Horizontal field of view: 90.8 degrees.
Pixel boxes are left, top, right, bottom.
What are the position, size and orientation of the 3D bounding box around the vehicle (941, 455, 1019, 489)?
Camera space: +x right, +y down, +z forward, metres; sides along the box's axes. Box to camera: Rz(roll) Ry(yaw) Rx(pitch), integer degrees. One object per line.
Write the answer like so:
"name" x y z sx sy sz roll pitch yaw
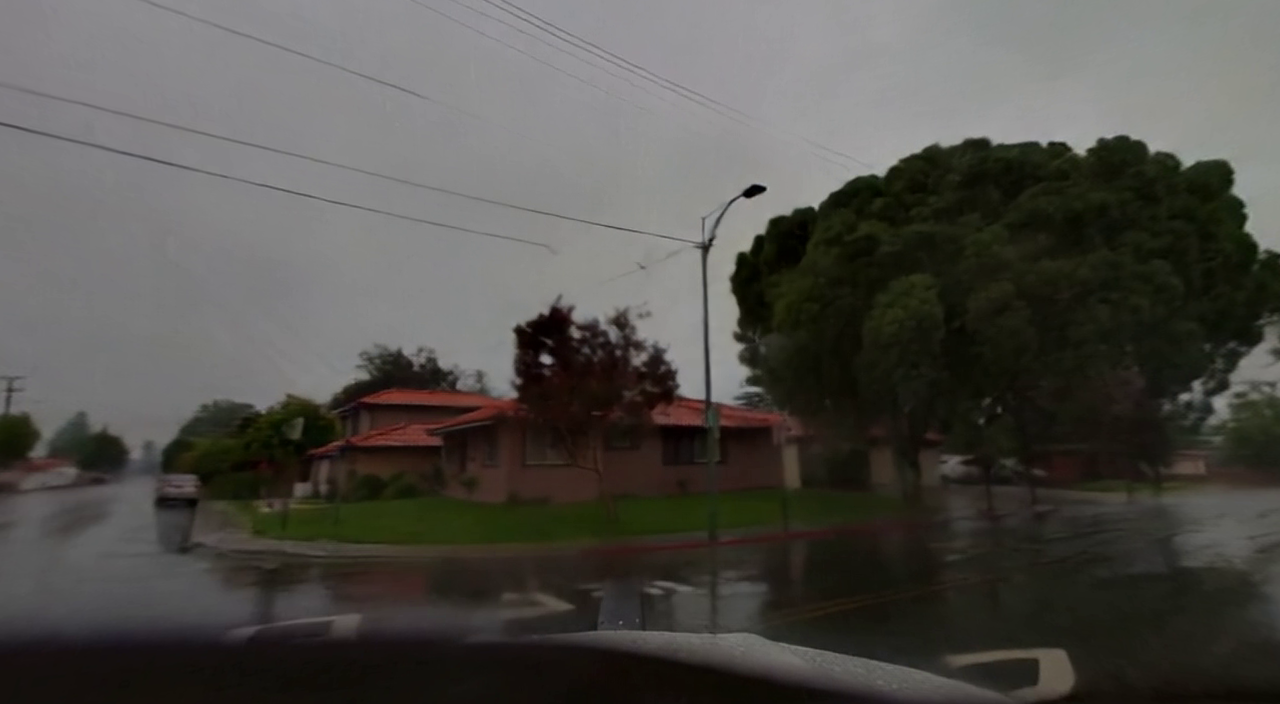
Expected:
"vehicle" 21.313 7.505 39.492 5.161 1.829 2.034 10 -14 -34
